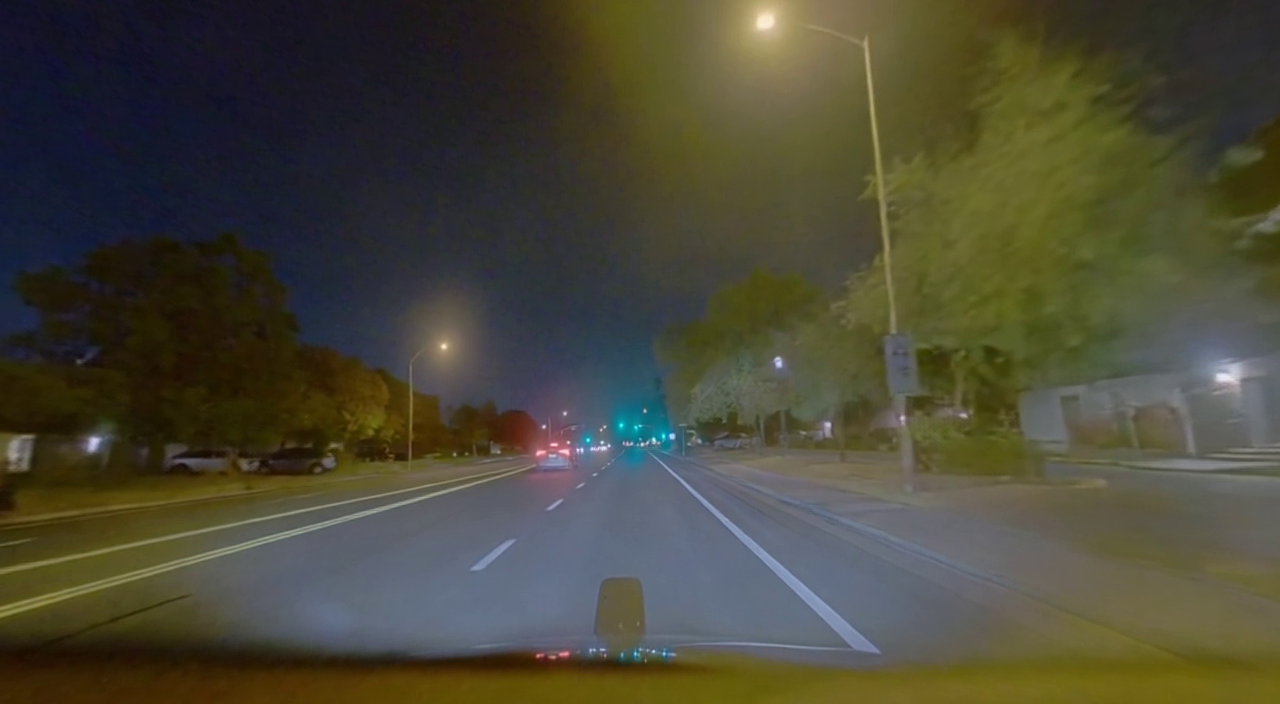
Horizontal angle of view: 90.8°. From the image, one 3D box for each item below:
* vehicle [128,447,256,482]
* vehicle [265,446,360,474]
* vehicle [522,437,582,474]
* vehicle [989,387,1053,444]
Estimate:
[{"bbox_3d":[-26.282,6.602,37.215,6.046,1.942,2.085,-1,-8,4],"label":"vehicle"},{"bbox_3d":[-21.009,6.932,40.634,4.866,1.749,2.158,0,-8,1],"label":"vehicle"},{"bbox_3d":[-3.722,4.449,27.413,2.030,1.467,4.251,0,-8,-1],"label":"vehicle"},{"bbox_3d":[17.670,3.073,29.369,2.153,2.355,5.958,-5,-10,30],"label":"vehicle"}]
